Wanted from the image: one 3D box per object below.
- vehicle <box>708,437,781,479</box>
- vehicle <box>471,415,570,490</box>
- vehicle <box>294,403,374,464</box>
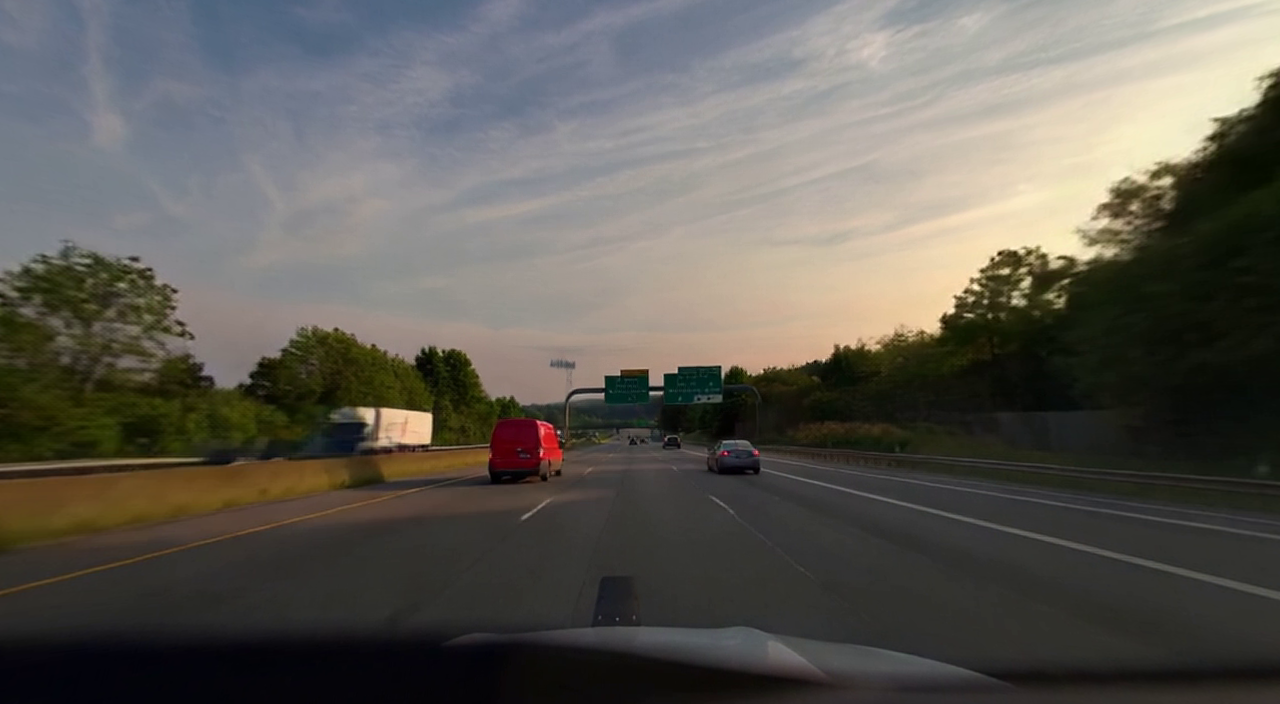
[{"bbox_3d":[3.907,4.006,24.240,2.020,1.464,3.803,1,-8,-2],"label":"vehicle"},{"bbox_3d":[-3.563,3.113,19.924,2.275,2.053,5.082,1,-8,-2],"label":"vehicle"},{"bbox_3d":[-20.314,5.458,42.150,2.937,3.848,4.375,0,-8,0],"label":"vehicle"}]
